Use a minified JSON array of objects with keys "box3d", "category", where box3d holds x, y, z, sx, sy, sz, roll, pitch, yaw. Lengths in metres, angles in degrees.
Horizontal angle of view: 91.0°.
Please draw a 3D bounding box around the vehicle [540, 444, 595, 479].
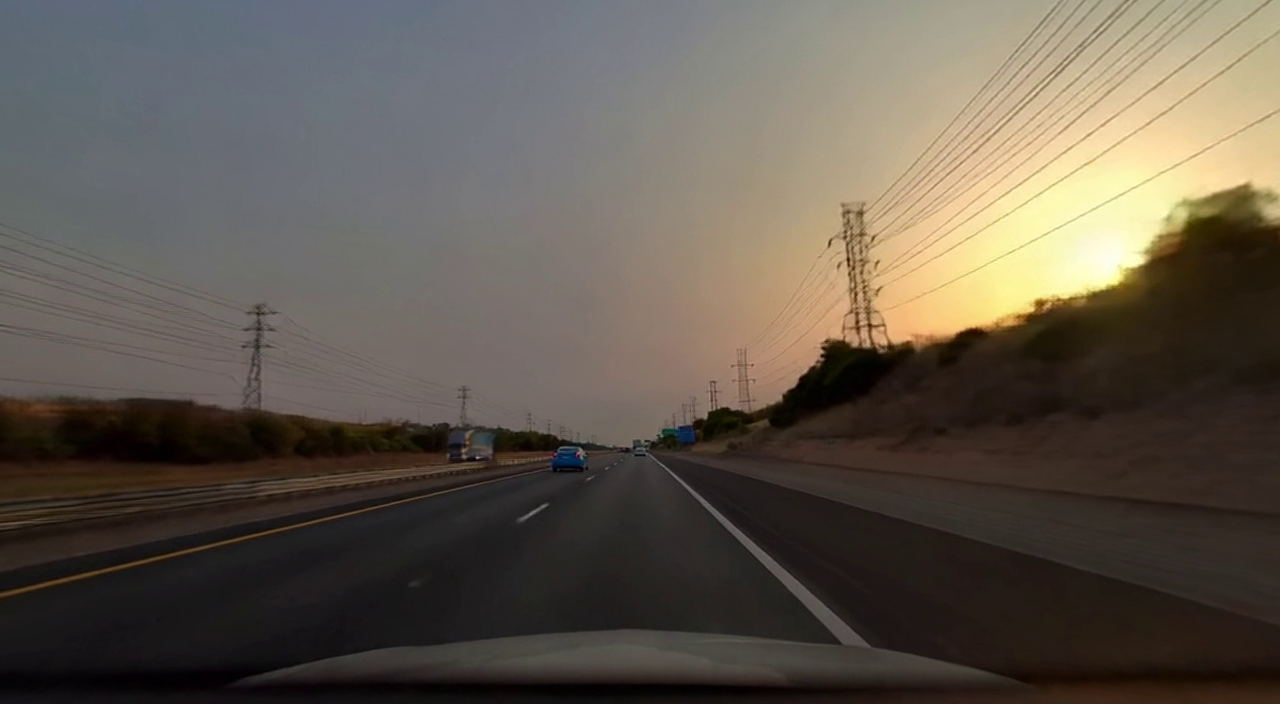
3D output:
[{"box3d":[-3.453,5.330,30.921,2.106,1.543,4.465,0,-9,1],"category":"vehicle"}]
